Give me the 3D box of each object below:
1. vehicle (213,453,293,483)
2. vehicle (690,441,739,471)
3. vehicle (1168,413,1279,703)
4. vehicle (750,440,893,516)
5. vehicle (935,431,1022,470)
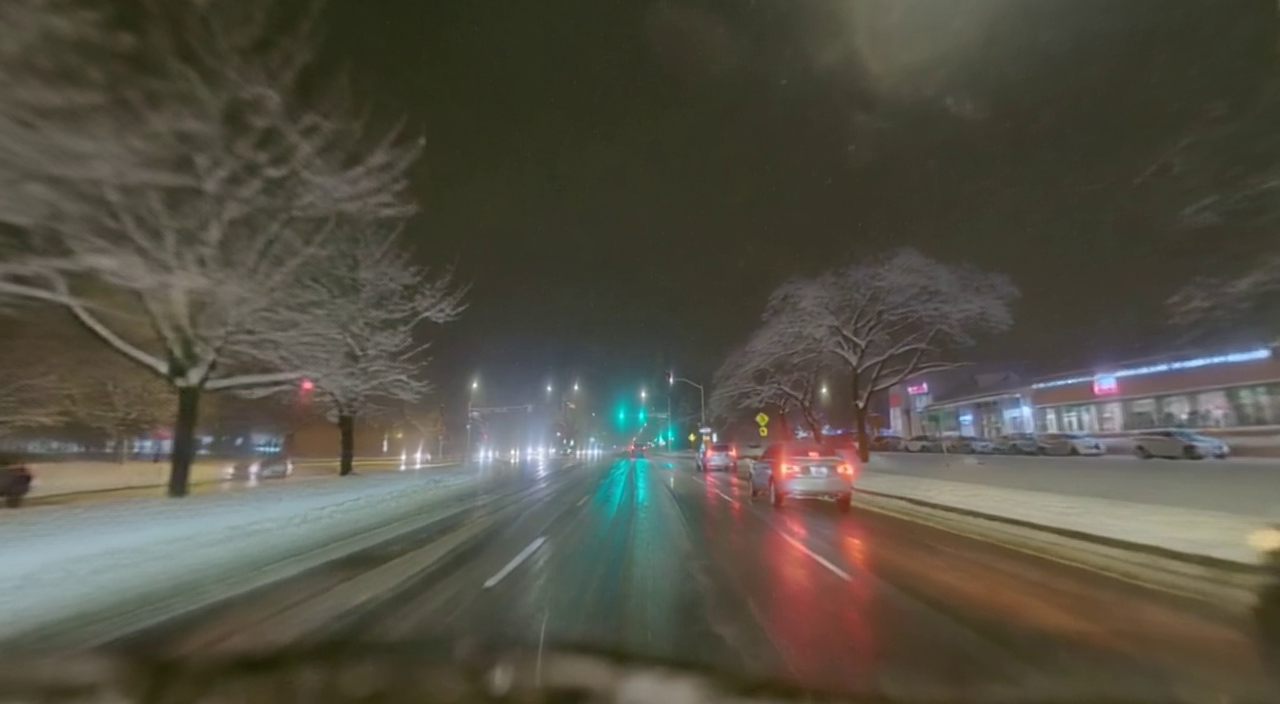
[{"bbox_3d":[-21.942,6.555,35.965,1.832,1.496,4.458,0,-8,-2],"label":"vehicle"},{"bbox_3d":[3.906,5.538,33.928,1.939,1.474,4.716,0,-8,-1],"label":"vehicle"},{"bbox_3d":[4.029,0.800,1.471,1.913,1.463,4.198,0,-8,0],"label":"vehicle"},{"bbox_3d":[3.848,2.726,14.227,1.872,1.431,4.270,0,-8,-1],"label":"vehicle"},{"bbox_3d":[15.065,4.333,27.900,2.165,1.591,4.471,-8,-12,43],"label":"vehicle"}]
